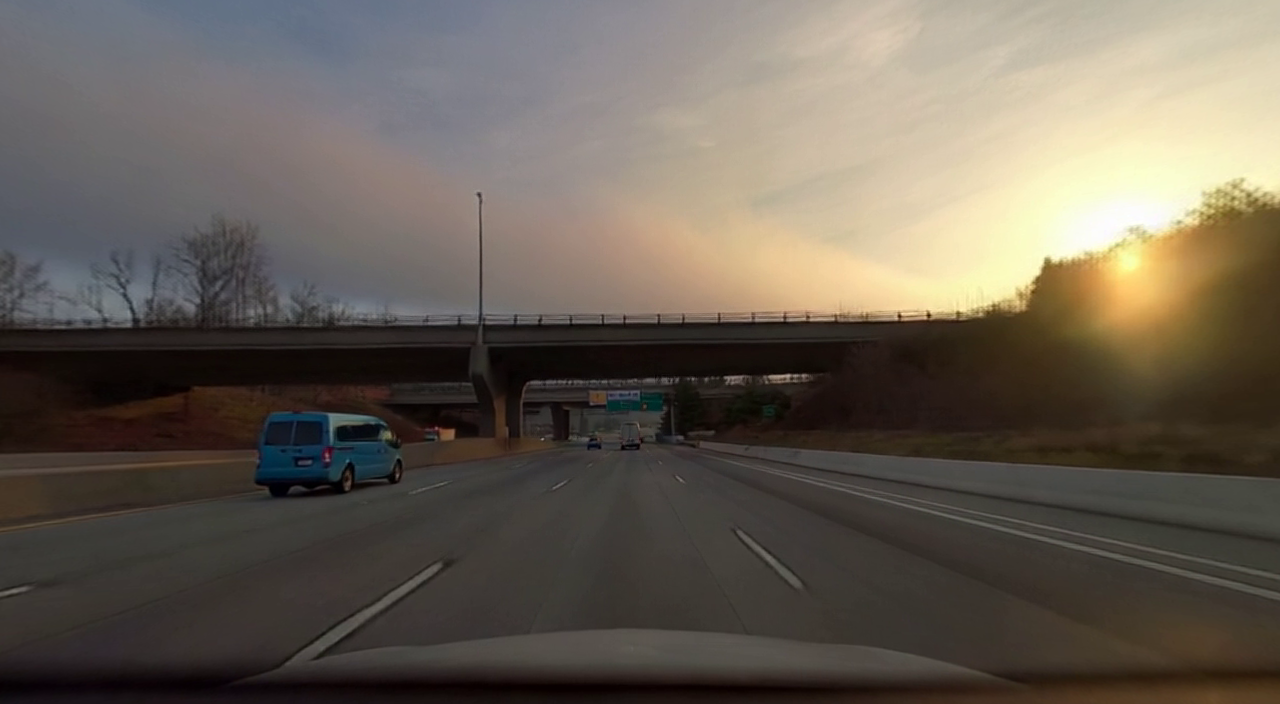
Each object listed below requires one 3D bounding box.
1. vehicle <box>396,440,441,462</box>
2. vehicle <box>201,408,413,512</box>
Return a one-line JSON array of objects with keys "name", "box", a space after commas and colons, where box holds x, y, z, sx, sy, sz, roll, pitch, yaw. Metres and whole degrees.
[{"name": "vehicle", "box": [-16.392, 7.343, 46.705, 1.883, 1.535, 4.353, 0, -8, -1]}, {"name": "vehicle", "box": [-7.401, 2.444, 14.861, 2.150, 1.996, 5.341, 0, -8, -1]}]
